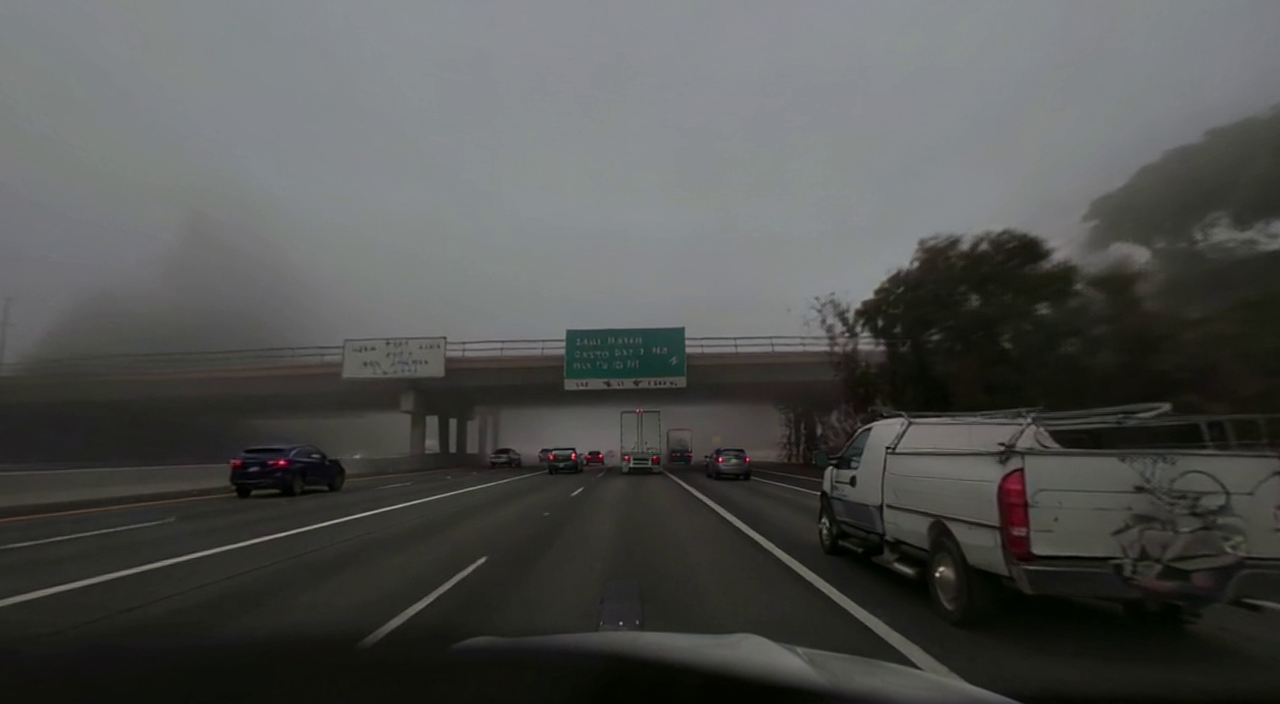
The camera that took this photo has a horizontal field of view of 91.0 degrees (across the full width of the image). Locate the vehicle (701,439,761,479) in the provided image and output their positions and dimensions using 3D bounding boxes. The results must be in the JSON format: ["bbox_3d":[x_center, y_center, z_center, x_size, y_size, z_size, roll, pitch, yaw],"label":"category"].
[{"bbox_3d":[4.131,4.965,29.413,2.107,1.707,4.445,0,-9,0],"label":"vehicle"}]

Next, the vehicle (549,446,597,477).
[{"bbox_3d":[-3.566,5.909,34.296,2.083,1.576,4.307,0,-9,1],"label":"vehicle"}]

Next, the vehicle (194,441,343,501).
[{"bbox_3d":[-11.220,3.610,19.466,1.966,1.627,4.258,0,-9,0],"label":"vehicle"}]
